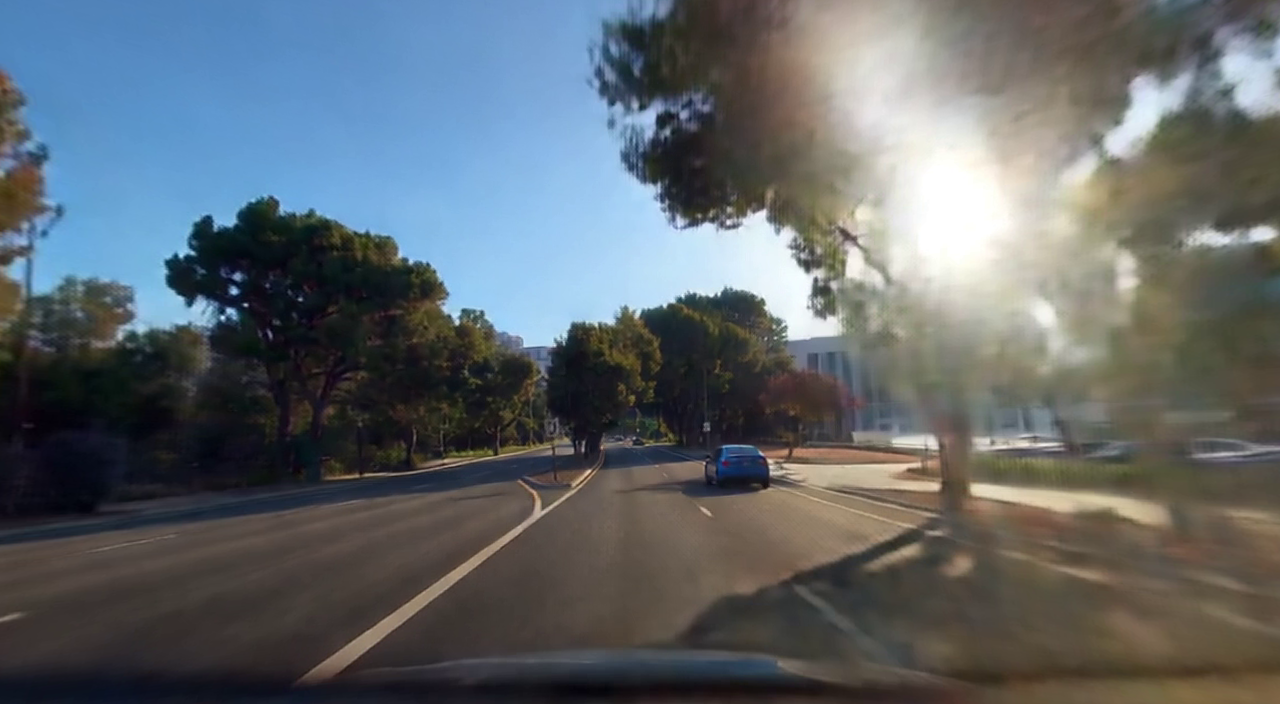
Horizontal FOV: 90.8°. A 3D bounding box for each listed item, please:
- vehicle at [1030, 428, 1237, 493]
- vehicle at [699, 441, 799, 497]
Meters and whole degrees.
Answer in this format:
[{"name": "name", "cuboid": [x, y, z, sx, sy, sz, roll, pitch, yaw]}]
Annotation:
[{"name": "vehicle", "cuboid": [19.913, 4.446, 25.730, 6.229, 1.865, 2.595, -4, -15, -6]}, {"name": "vehicle", "cuboid": [3.193, 3.546, 19.580, 2.114, 1.493, 4.430, 0, -9, -3]}]
